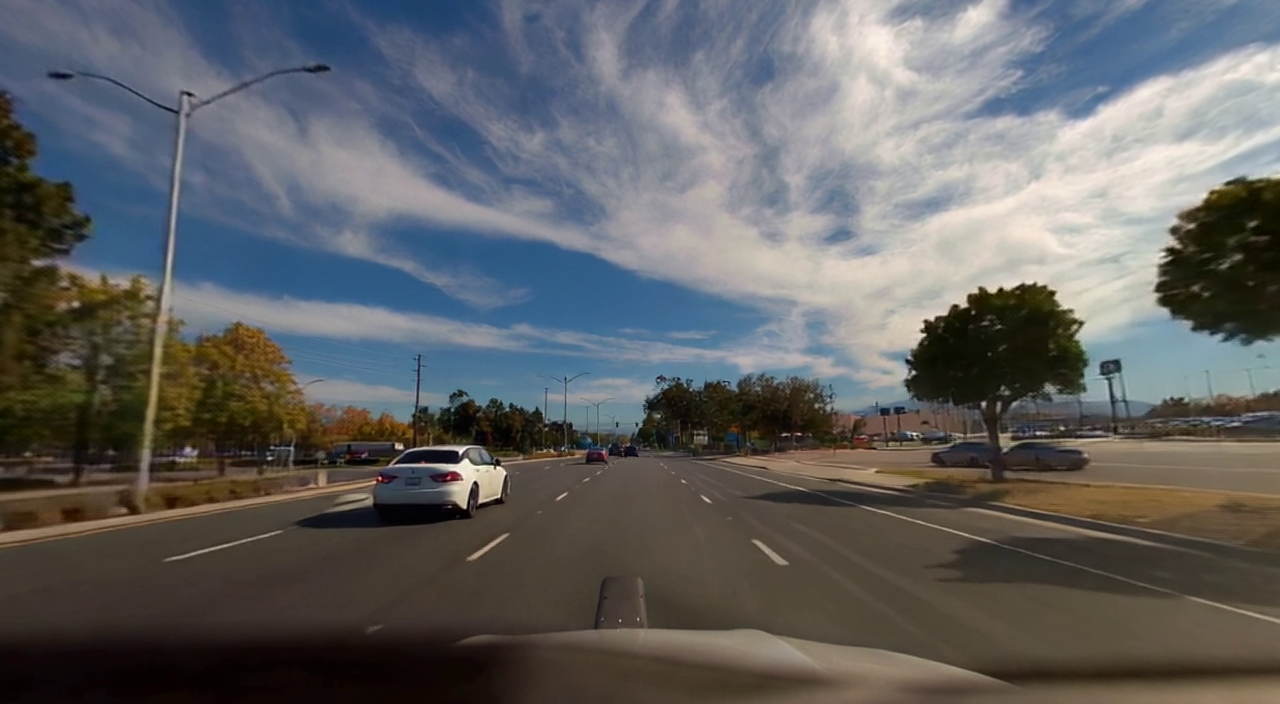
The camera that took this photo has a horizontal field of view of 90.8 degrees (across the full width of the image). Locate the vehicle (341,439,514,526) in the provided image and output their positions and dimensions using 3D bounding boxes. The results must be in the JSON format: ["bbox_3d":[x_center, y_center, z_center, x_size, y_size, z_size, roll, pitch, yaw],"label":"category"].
[{"bbox_3d":[-4.085,2.571,13.073,2.003,1.454,4.484,0,-9,0],"label":"vehicle"}]

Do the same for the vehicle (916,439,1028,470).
[{"bbox_3d":[16.332,5.063,31.246,4.429,1.459,1.967,0,-9,1],"label":"vehicle"}]

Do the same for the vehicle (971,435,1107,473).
[{"bbox_3d":[16.102,4.141,25.672,4.197,1.466,1.930,0,-9,-2],"label":"vehicle"}]
